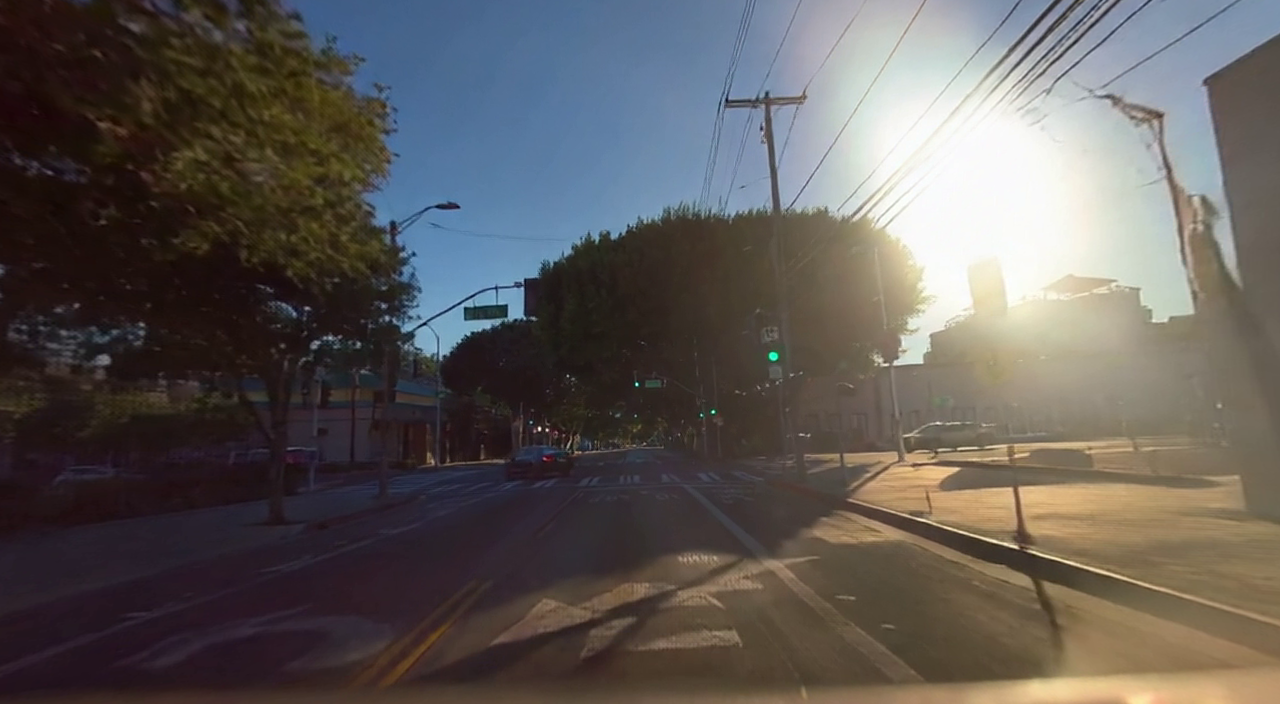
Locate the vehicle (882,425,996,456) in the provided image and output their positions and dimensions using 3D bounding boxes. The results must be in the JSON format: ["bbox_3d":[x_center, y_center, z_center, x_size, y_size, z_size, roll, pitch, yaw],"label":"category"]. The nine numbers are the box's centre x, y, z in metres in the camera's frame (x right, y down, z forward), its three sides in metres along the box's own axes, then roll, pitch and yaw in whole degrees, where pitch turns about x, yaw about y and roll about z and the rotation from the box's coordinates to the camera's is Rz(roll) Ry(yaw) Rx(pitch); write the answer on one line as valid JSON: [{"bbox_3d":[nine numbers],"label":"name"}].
[{"bbox_3d":[14.645,4.375,31.141,4.632,1.484,1.907,0,-9,-1],"label":"vehicle"}]

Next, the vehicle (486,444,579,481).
[{"bbox_3d":[-4.977,4.949,28.720,2.118,1.478,4.624,5,-10,-39],"label":"vehicle"}]
